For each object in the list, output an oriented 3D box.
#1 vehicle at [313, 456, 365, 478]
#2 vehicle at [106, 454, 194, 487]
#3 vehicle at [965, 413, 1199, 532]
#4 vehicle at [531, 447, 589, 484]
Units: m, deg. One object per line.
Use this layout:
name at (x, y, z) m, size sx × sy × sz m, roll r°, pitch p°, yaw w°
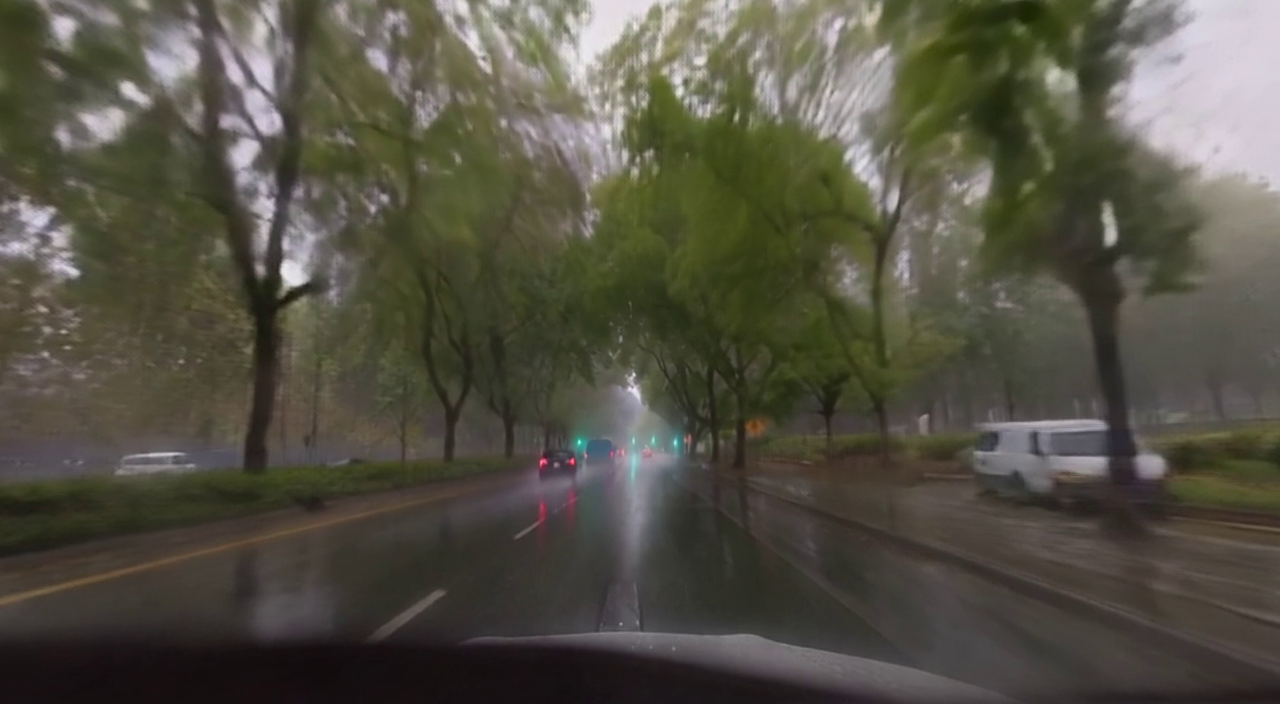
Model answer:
vehicle at (-22.800, 8.725, 48.079) m, size 1.817 × 1.499 × 4.440 m, roll 0°, pitch -9°, yaw -1°
vehicle at (-32.801, 8.052, 42.534) m, size 2.140 × 1.763 × 5.276 m, roll 2°, pitch -15°, yaw -7°
vehicle at (7.045, 1.934, 10.463) m, size 1.596 × 1.654 × 2.920 m, roll 0°, pitch -9°, yaw -2°
vehicle at (-3.400, 4.915, 27.627) m, size 2.009 × 1.473 × 4.028 m, roll 0°, pitch -9°, yaw 0°
